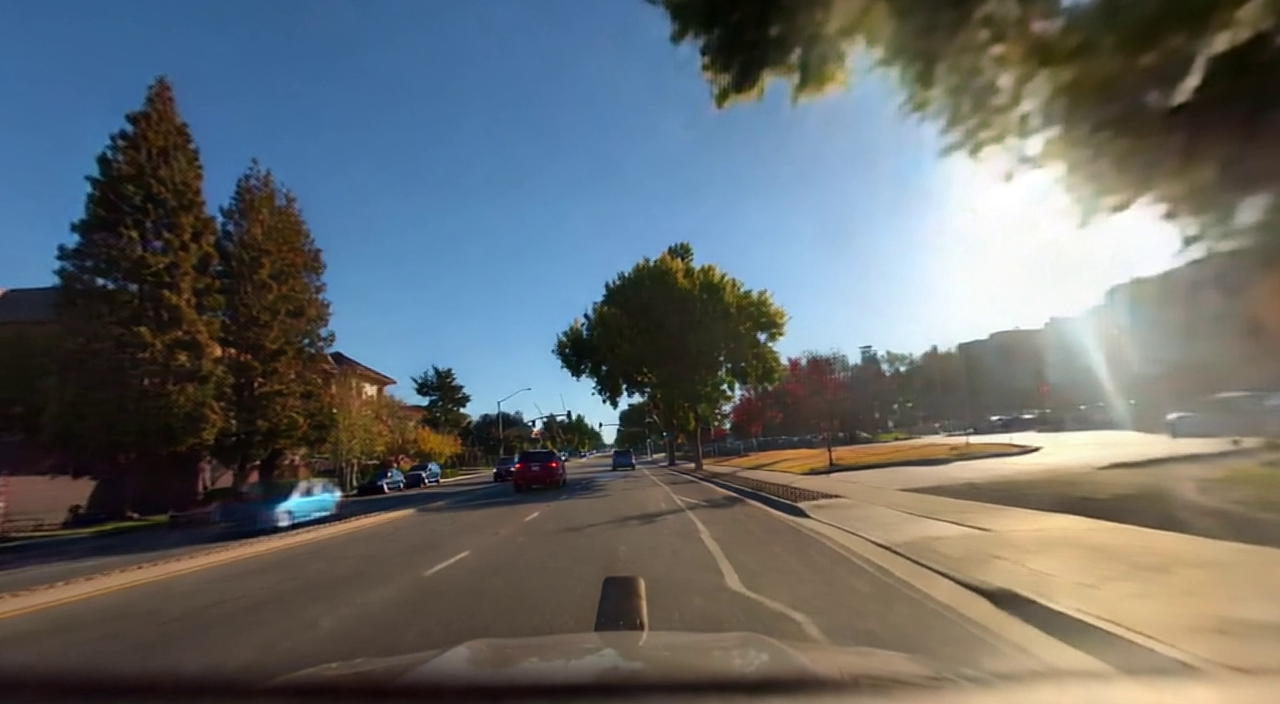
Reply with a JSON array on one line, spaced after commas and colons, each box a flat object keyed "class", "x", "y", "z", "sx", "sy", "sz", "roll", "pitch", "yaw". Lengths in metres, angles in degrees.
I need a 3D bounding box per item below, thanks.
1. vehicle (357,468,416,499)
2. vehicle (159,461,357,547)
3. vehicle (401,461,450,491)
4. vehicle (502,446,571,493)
[{"class": "vehicle", "x": -15.459, "y": 8.027, "z": 38.851, "sx": 1.880, "sy": 1.476, "sz": 4.715, "roll": -3, "pitch": -9, "yaw": -2}, {"class": "vehicle", "x": -8.876, "y": 3.513, "z": 15.251, "sx": 2.005, "sy": 1.471, "sz": 4.475, "roll": -5, "pitch": -9, "yaw": 0}, {"class": "vehicle", "x": -15.404, "y": 8.890, "z": 45.600, "sx": 1.996, "sy": 1.886, "sz": 4.692, "roll": -3, "pitch": -9, "yaw": -1}, {"class": "vehicle", "x": -4.204, "y": 4.818, "z": 26.323, "sx": 2.097, "sy": 1.755, "sz": 4.336, "roll": -1, "pitch": -9, "yaw": 1}]
